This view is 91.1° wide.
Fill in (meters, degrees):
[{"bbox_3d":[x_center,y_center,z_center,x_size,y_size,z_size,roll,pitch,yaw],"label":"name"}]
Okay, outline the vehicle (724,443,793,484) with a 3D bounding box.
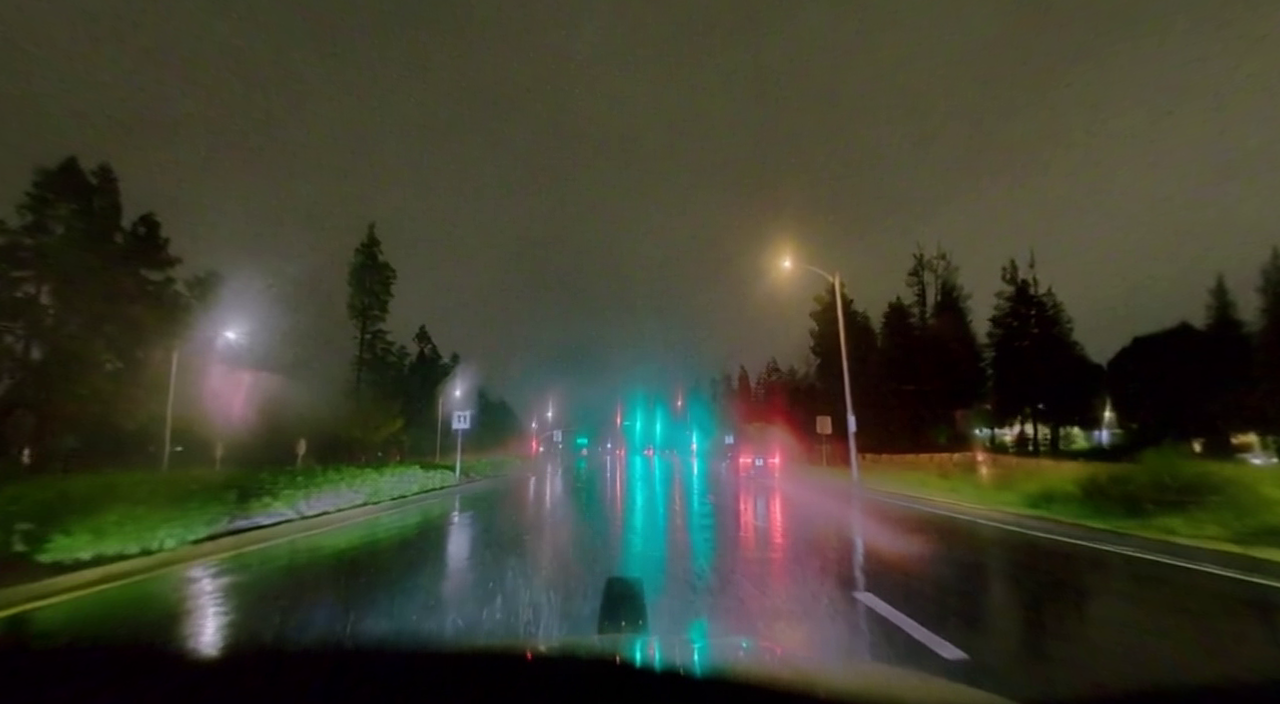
[{"bbox_3d":[4.701,4.481,25.590,1.913,1.516,4.322,0,-9,-1],"label":"vehicle"}]
